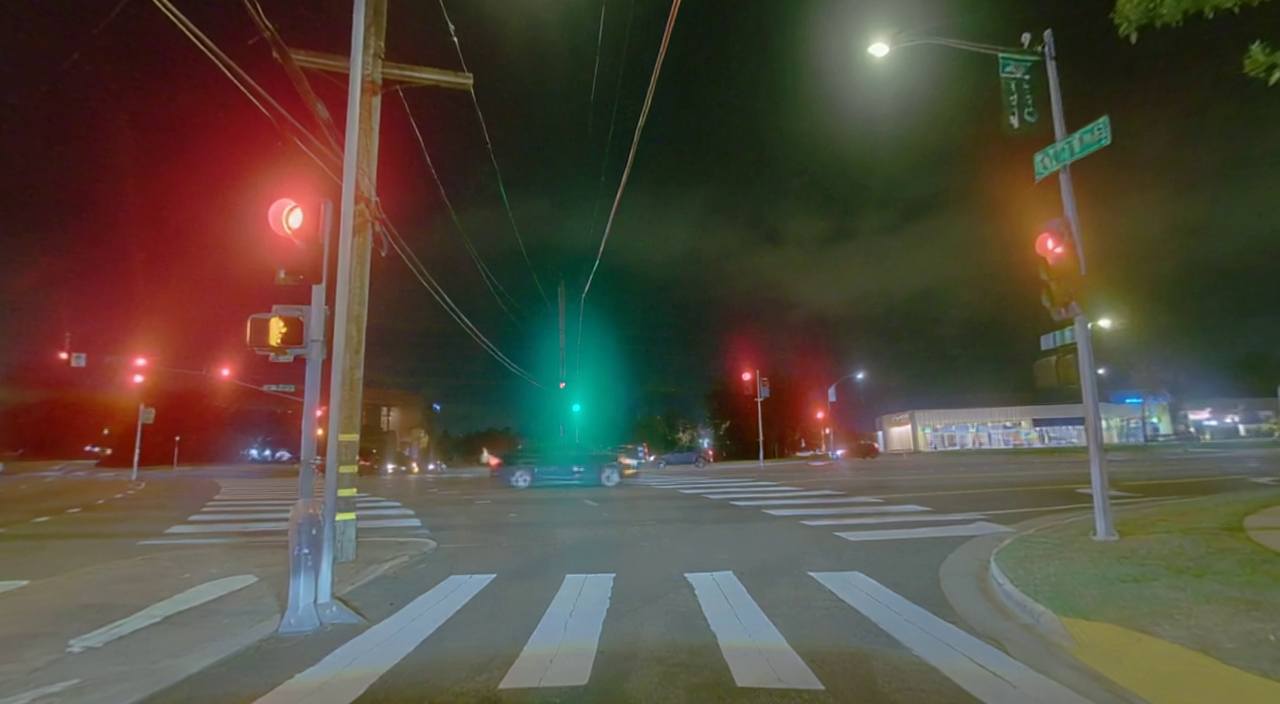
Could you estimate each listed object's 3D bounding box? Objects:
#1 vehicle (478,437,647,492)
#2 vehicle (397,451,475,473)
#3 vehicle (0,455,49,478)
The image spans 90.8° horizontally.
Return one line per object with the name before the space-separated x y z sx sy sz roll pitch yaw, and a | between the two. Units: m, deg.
vehicle | -2.254 3.303 18.795 4.700 1.479 2.095 1 -8 -7
vehicle | -13.905 7.476 43.120 4.837 1.407 1.818 4 -9 -26
vehicle | -44.671 8.132 45.208 2.058 1.487 4.660 4 -9 -26
